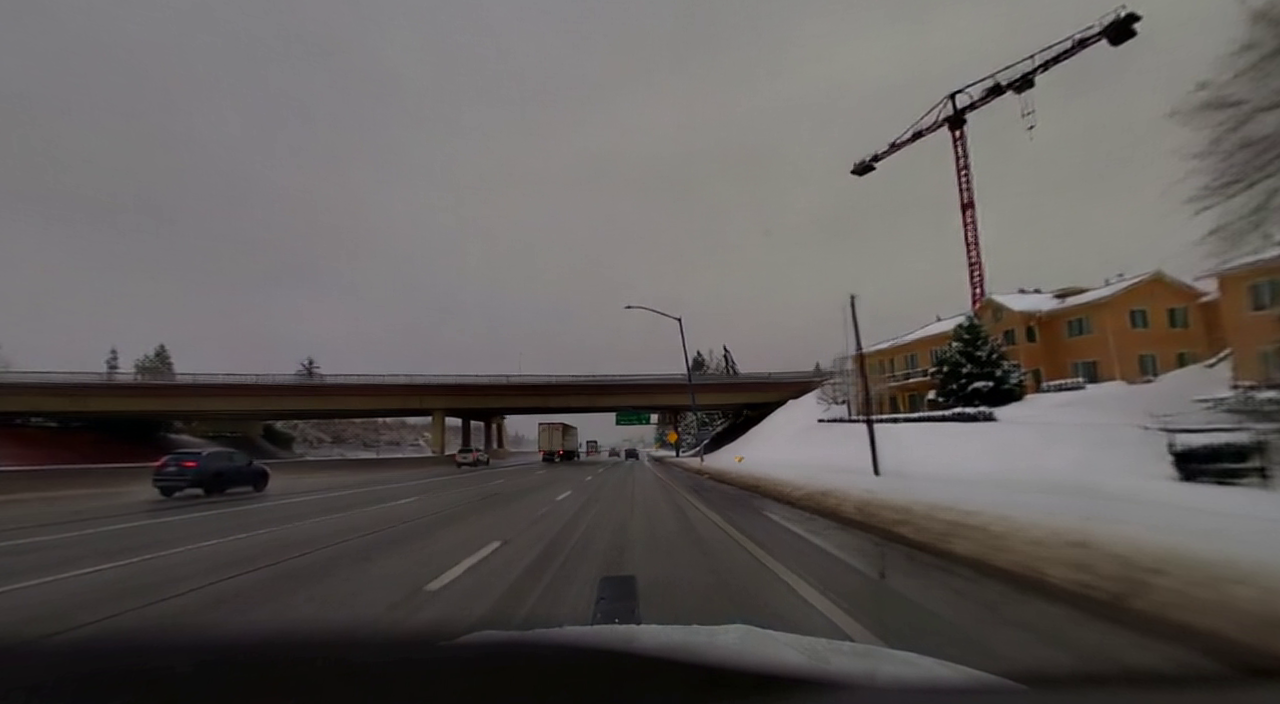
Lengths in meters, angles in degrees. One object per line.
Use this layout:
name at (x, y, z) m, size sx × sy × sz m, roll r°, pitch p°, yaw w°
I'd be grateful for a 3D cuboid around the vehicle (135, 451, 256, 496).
vehicle at (-19.228, 5.239, 27.640) m, size 1.932 × 1.752 × 4.541 m, roll 0°, pitch -8°, yaw 0°
